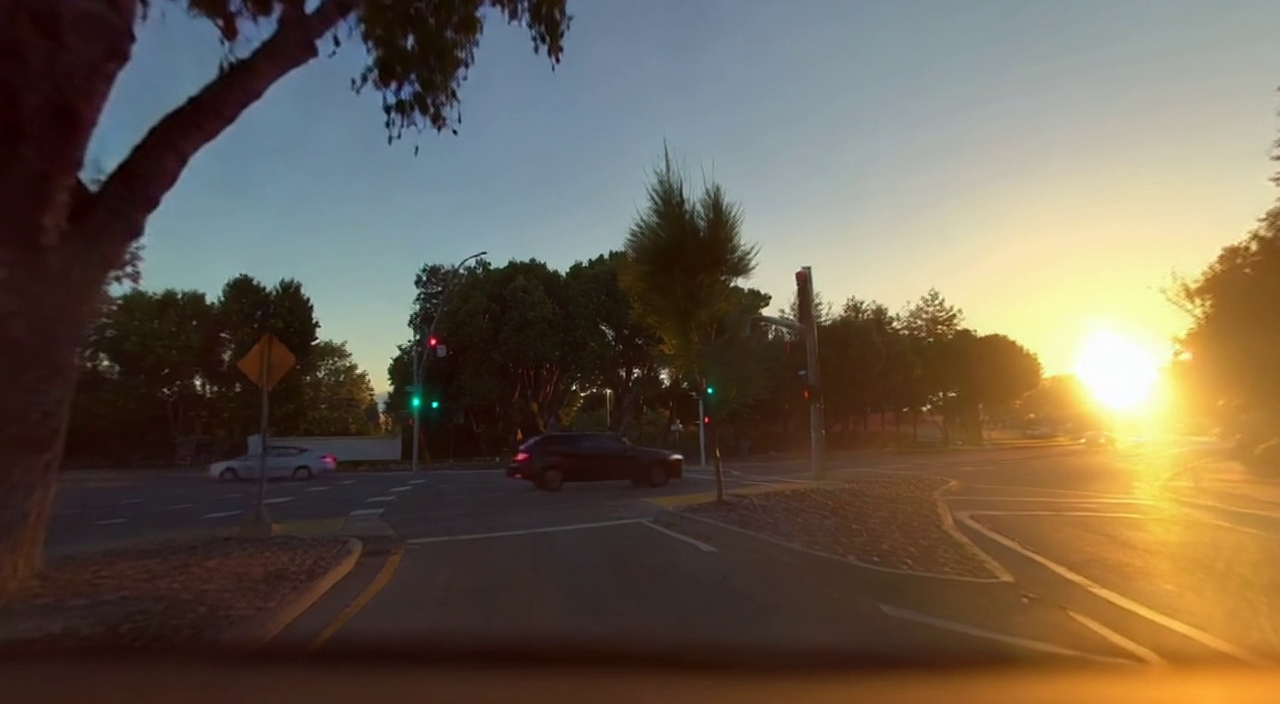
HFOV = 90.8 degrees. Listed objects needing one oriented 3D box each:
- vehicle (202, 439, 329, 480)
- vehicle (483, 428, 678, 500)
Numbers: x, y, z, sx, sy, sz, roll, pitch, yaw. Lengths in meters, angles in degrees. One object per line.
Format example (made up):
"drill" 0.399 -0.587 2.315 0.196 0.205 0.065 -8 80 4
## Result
"vehicle" -16.359 4.697 27.892 4.602 1.667 1.933 4 -9 -26
"vehicle" -1.508 2.814 16.269 4.545 1.602 2.014 4 -10 -27
